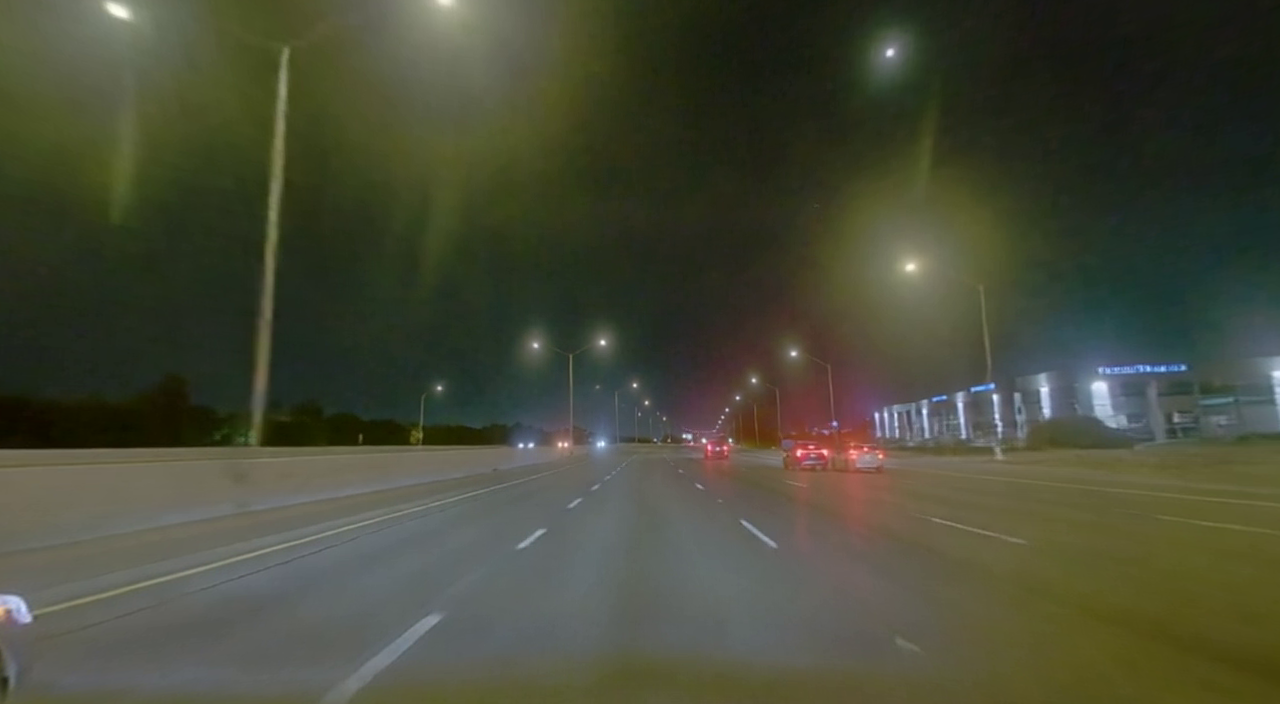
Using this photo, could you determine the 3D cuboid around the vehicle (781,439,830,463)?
[{"bbox_3d":[10.845,6.500,41.589,2.000,1.514,4.585,0,-8,0],"label":"vehicle"}]
